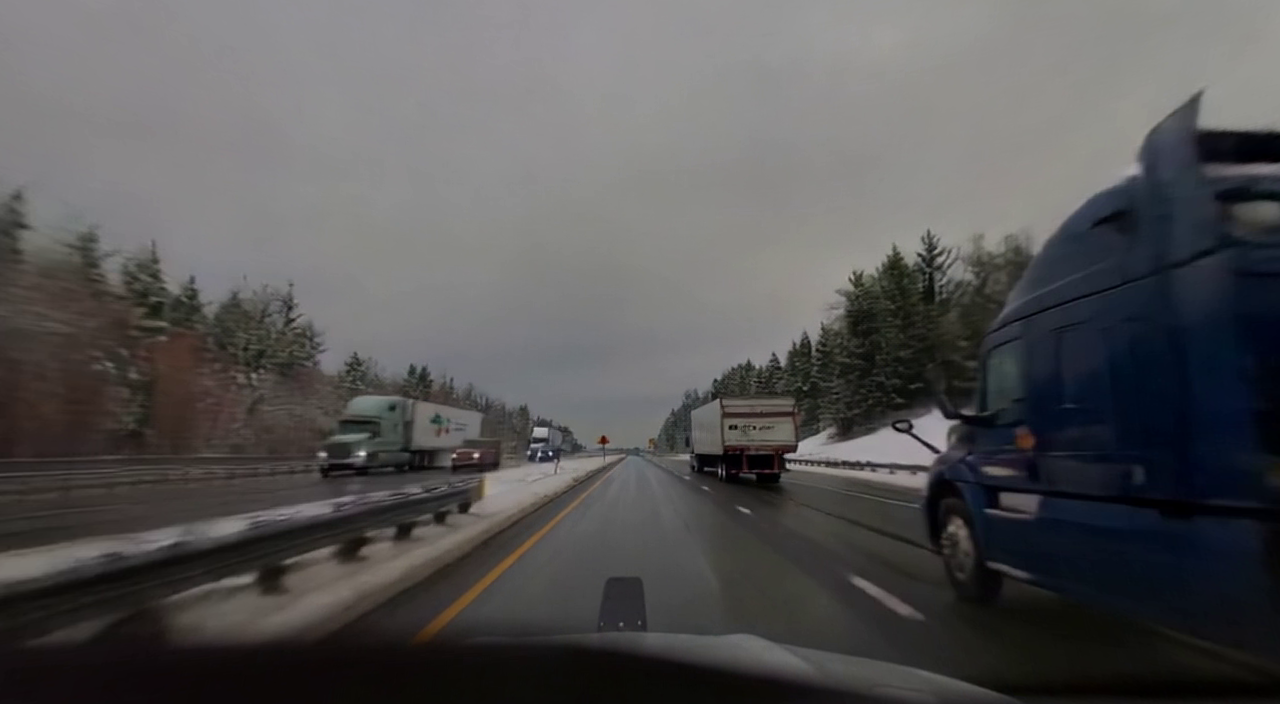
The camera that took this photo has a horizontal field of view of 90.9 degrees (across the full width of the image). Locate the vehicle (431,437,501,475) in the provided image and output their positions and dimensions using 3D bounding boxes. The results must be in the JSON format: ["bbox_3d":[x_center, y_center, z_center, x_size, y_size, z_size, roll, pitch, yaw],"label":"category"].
[{"bbox_3d":[-7.976,4.841,29.341,1.994,1.624,4.255,0,-9,1],"label":"vehicle"}]

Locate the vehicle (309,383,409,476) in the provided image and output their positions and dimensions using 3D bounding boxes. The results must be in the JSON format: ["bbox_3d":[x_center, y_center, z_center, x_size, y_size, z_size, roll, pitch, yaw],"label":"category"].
[{"bbox_3d":[-12.274,3.442,27.782,3.005,3.912,2.596,0,-9,0],"label":"vehicle"}]

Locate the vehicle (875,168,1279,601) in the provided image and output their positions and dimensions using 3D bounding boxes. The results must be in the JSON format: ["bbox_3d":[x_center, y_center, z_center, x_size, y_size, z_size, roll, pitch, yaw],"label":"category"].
[{"bbox_3d":[4.899,0.408,7.403,3.007,4.189,2.696,0,-9,0],"label":"vehicle"}]

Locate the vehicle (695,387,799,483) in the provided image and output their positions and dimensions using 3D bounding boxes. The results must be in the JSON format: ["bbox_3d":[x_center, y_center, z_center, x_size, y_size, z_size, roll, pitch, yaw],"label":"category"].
[{"bbox_3d":[5.165,4.639,34.015,2.983,4.030,14.444,0,-9,0],"label":"vehicle"}]
